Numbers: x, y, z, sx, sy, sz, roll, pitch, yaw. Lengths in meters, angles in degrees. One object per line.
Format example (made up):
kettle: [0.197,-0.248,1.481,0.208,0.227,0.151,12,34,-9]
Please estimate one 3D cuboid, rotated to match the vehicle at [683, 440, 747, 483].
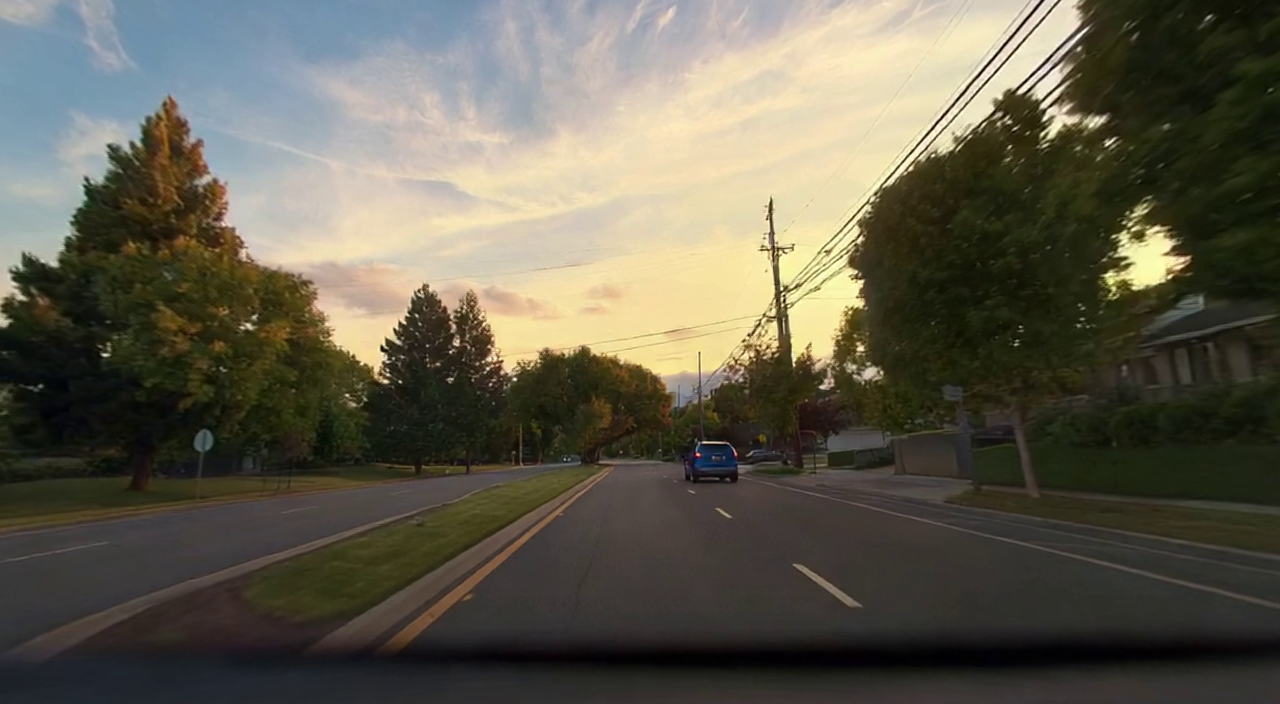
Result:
vehicle: [3.333,4.990,29.106,2.193,1.777,4.772,0,-9,-2]
